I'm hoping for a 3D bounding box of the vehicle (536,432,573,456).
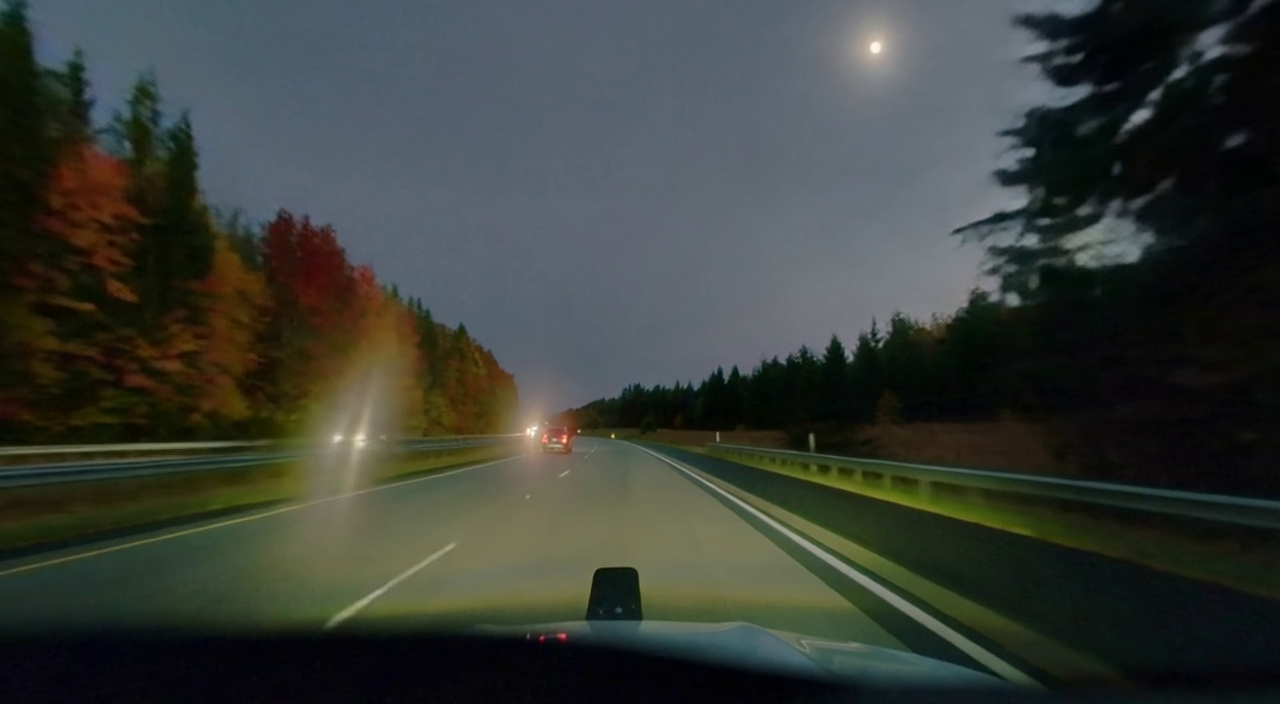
[{"bbox_3d":[-5.734,6.228,42.635,2.073,1.559,4.393,0,-8,-2],"label":"vehicle"}]

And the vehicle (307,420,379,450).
[{"bbox_3d":[-17.419,4.947,37.217,1.974,1.639,4.948,0,-8,-2],"label":"vehicle"}]
